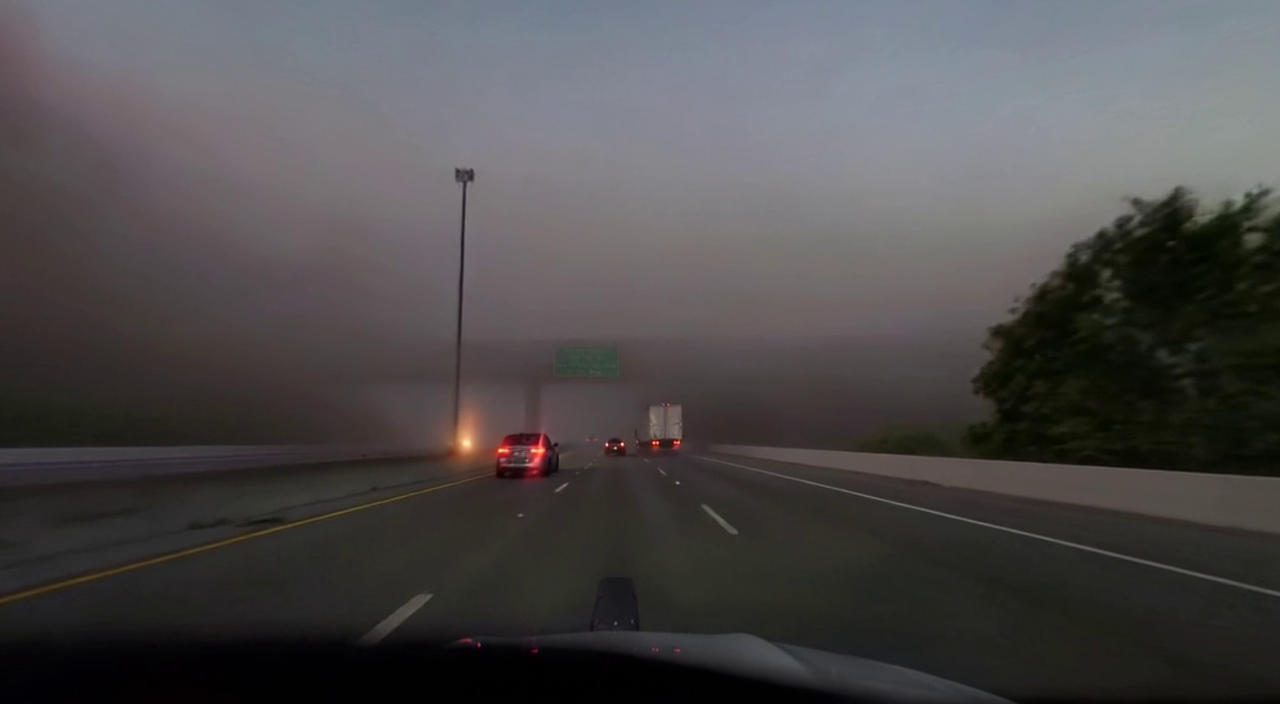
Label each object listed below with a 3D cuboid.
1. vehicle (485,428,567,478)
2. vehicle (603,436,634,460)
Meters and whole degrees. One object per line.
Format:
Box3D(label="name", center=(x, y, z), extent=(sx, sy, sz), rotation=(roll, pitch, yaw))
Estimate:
Box3D(label="vehicle", center=(-4.282, 3.902, 24.566), extent=(2.377, 1.747, 4.703), rotation=(0, -8, -1))
Box3D(label="vehicle", center=(-1.542, 6.749, 44.375), extent=(2.125, 1.542, 3.816), rotation=(0, -8, -3))
